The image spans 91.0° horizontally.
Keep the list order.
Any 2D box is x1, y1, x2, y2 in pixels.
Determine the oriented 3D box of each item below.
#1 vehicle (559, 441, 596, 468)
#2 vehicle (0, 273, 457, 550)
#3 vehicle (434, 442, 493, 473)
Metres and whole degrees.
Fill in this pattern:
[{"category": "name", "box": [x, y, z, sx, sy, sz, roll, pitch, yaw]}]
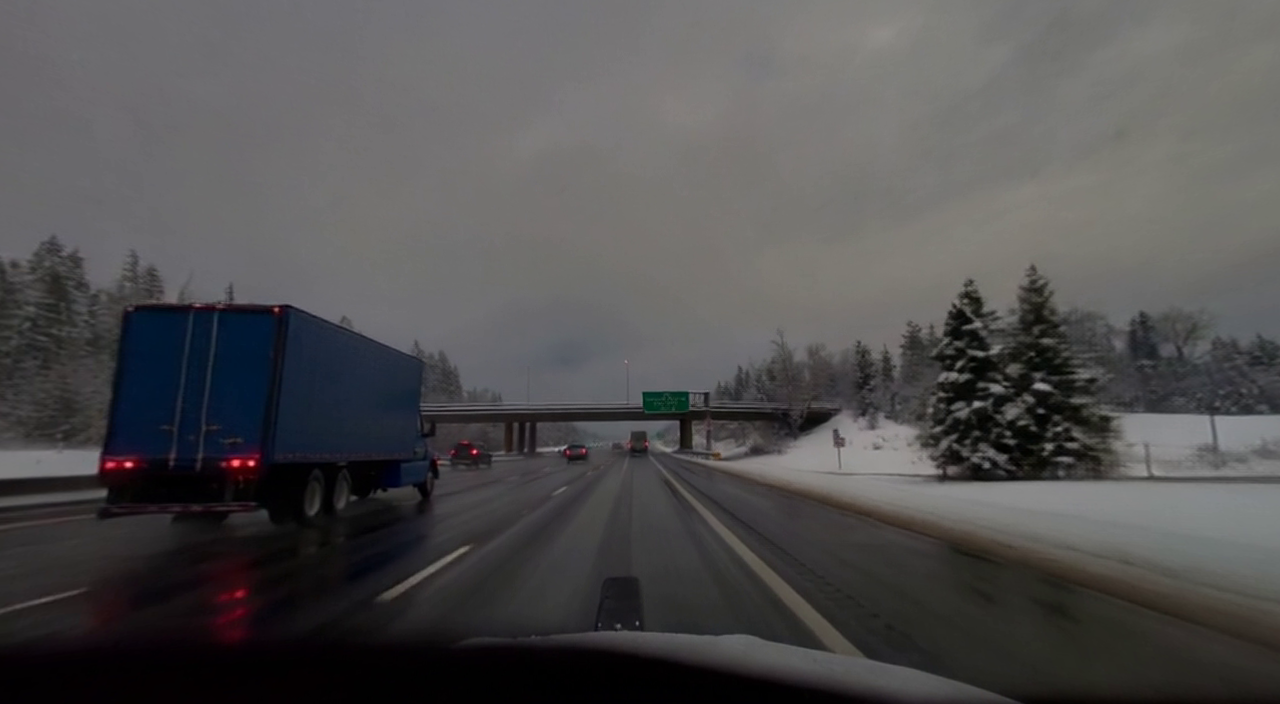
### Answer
[{"category": "vehicle", "box": [-4.232, 6.996, 43.131, 2.094, 1.695, 4.260, 0, -9, 0]}, {"category": "vehicle", "box": [-7.251, 1.542, 13.938, 3.303, 3.868, 10.298, 0, -9, 0]}, {"category": "vehicle", "box": [-10.904, 6.555, 39.435, 2.146, 1.764, 5.510, 0, -9, 0]}]
